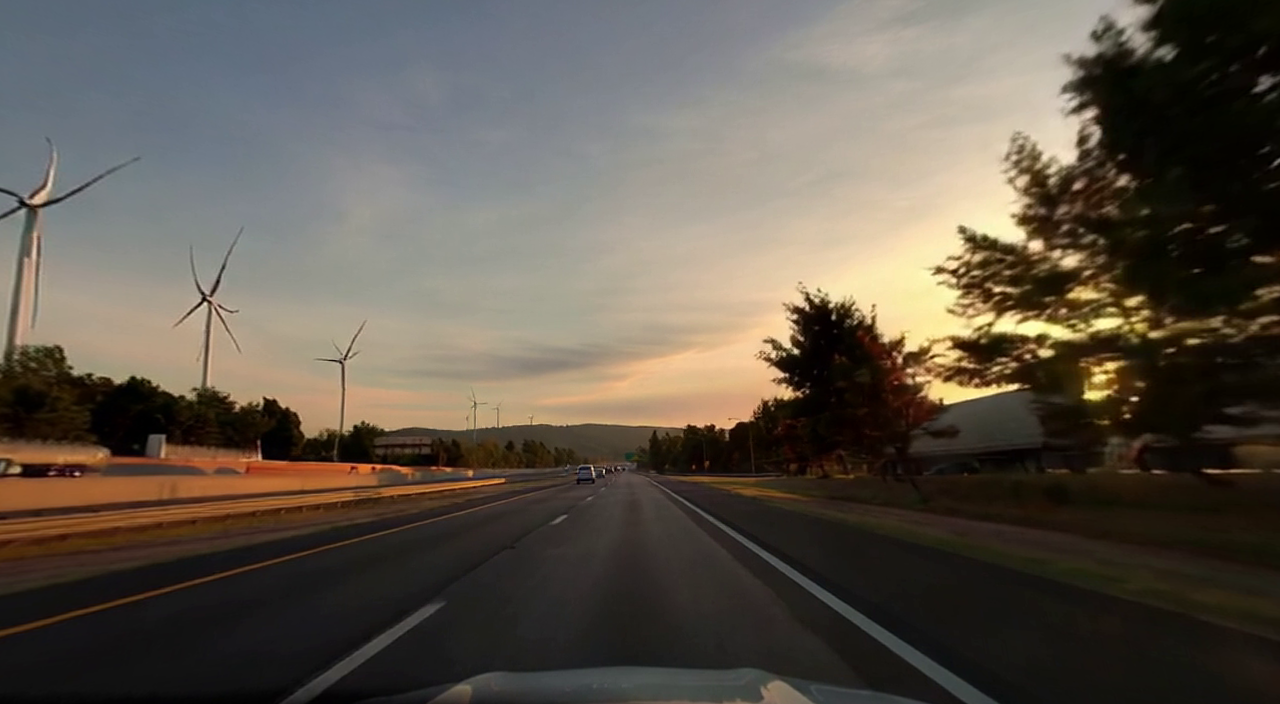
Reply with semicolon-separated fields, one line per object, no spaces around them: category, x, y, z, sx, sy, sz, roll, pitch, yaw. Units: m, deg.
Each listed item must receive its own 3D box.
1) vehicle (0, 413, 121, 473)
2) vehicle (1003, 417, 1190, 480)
vehicle;-44.127;5.785;40.286;3.225;3.939;19.827;-1;-11;6
vehicle;34.872;7.548;48.620;11.082;4.307;2.970;-9;-14;42
